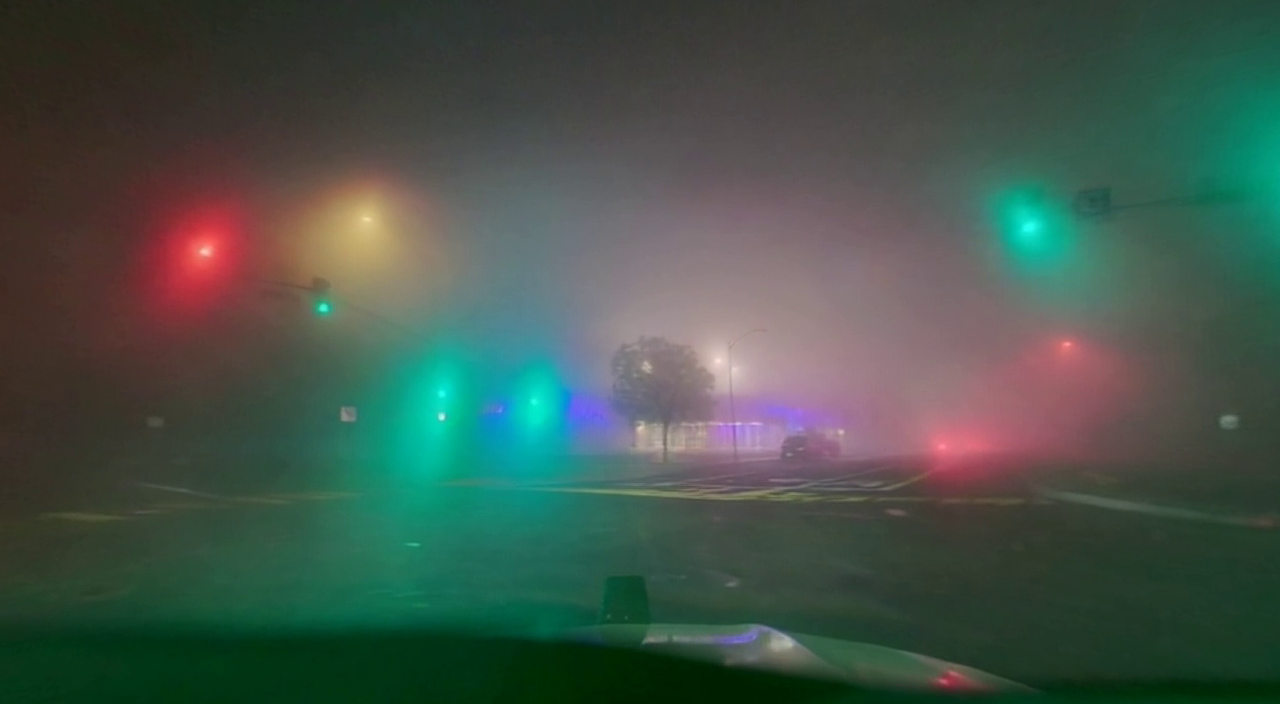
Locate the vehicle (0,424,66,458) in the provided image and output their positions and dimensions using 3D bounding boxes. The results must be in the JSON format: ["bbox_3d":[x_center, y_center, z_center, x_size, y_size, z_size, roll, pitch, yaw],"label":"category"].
[{"bbox_3d":[-37.961,5.442,38.416,5.570,1.923,2.336,-4,-9,26],"label":"vehicle"}]

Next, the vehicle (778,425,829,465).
[{"bbox_3d":[12.296,6.953,47.084,2.324,2.750,5.997,-5,-10,27],"label":"vehicle"}]
